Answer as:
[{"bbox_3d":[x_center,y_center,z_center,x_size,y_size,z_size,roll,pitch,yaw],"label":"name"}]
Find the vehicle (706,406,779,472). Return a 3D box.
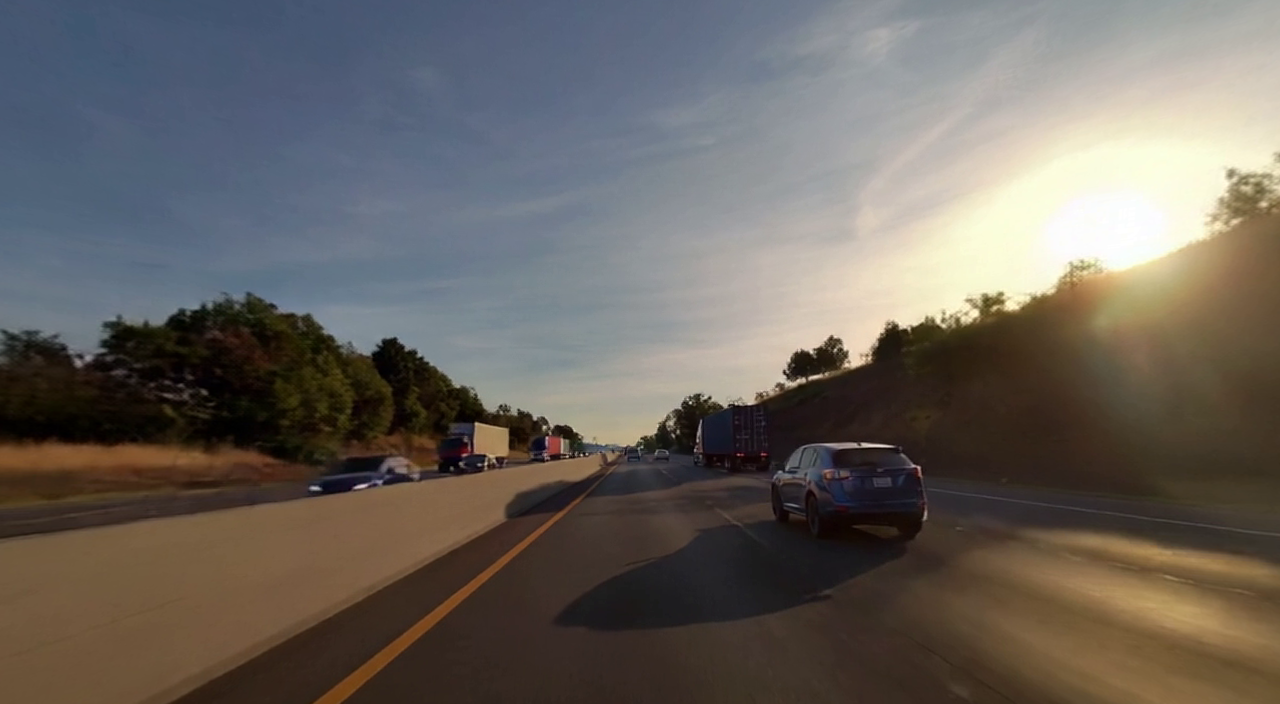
[{"bbox_3d":[7.095,6.460,46.262,2.882,4.109,13.567,0,-9,-1],"label":"vehicle"}]

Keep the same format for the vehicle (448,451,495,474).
[{"bbox_3d":[-11.336,7.463,42.754,1.879,1.456,4.460,0,-9,1],"label":"vehicle"}]

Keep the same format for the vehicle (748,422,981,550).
[{"bbox_3d":[3.356,2.115,10.629,2.130,1.658,4.537,0,-9,-2],"label":"vehicle"}]

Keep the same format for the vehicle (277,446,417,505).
[{"bbox_3d":[-8.148,3.450,18.106,1.809,1.453,4.501,0,-9,1],"label":"vehicle"}]
